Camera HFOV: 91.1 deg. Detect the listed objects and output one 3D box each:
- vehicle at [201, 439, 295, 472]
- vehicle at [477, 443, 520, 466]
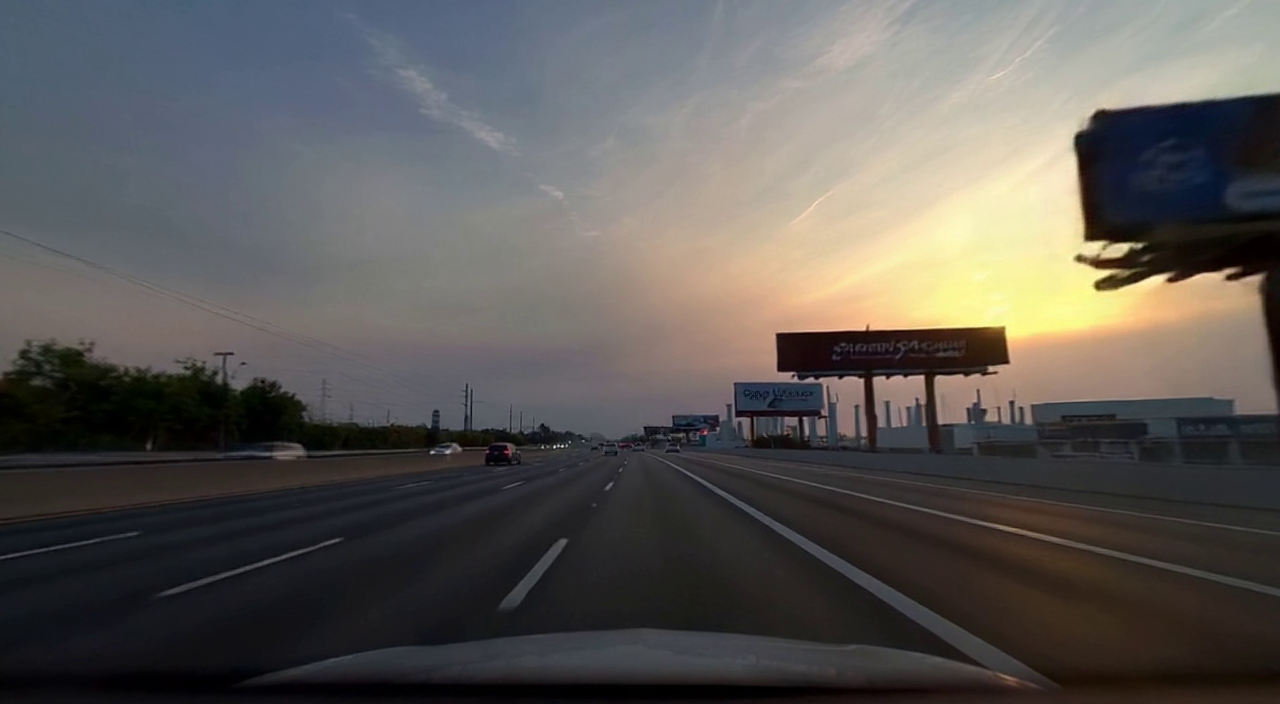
[{"bbox_3d":[-22.187,5.865,35.799,2.103,1.768,4.965,0,-9,1],"label":"vehicle"},{"bbox_3d":[-10.099,7.349,45.154,1.974,1.513,4.584,0,-9,0],"label":"vehicle"}]
